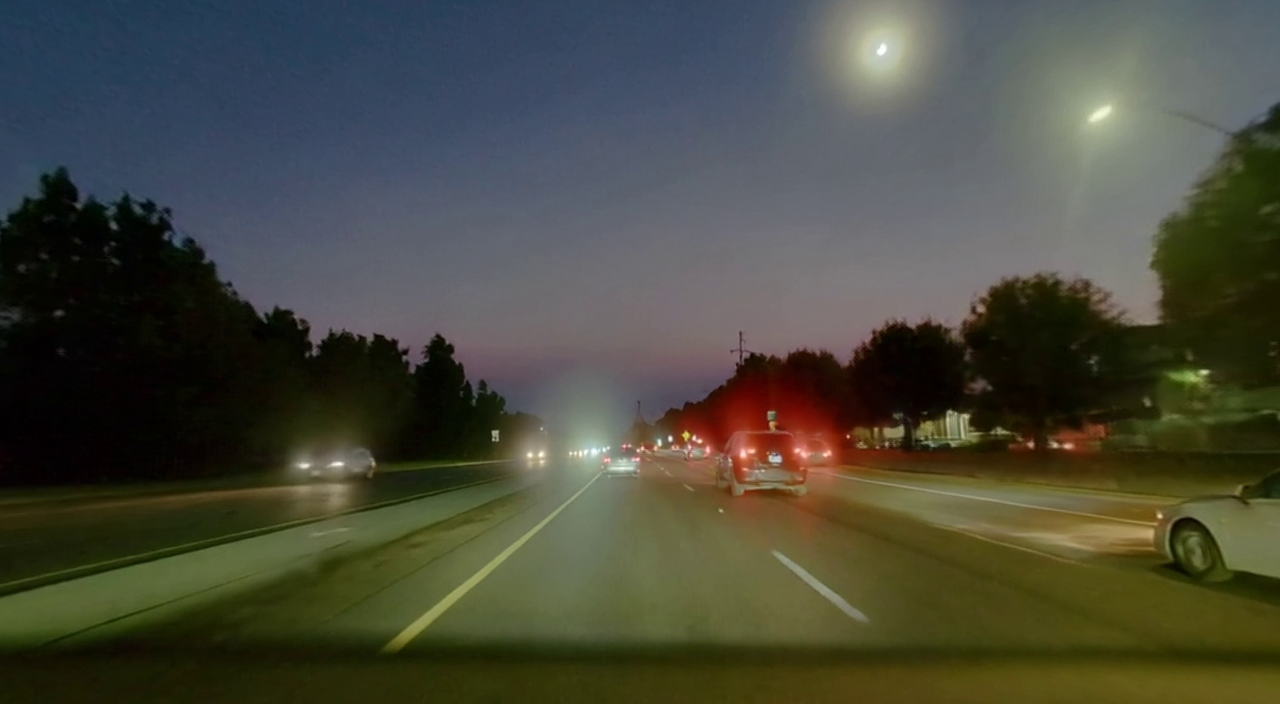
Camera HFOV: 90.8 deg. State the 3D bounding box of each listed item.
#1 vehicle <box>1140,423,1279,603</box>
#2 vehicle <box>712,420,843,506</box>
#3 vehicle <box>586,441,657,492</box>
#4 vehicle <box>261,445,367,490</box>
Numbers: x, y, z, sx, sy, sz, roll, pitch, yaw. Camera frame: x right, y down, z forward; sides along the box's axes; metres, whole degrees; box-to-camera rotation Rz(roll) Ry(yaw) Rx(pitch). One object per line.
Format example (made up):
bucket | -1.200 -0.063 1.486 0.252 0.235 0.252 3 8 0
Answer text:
vehicle | 6.505 1.177 4.219 2.434 1.467 4.726 0 -8 -1
vehicle | 3.266 2.765 16.149 2.186 1.842 4.553 0 -8 -2
vehicle | -0.553 3.606 20.266 2.040 1.451 3.736 0 -8 0
vehicle | -14.533 5.139 28.582 2.178 1.793 4.921 0 -8 0
